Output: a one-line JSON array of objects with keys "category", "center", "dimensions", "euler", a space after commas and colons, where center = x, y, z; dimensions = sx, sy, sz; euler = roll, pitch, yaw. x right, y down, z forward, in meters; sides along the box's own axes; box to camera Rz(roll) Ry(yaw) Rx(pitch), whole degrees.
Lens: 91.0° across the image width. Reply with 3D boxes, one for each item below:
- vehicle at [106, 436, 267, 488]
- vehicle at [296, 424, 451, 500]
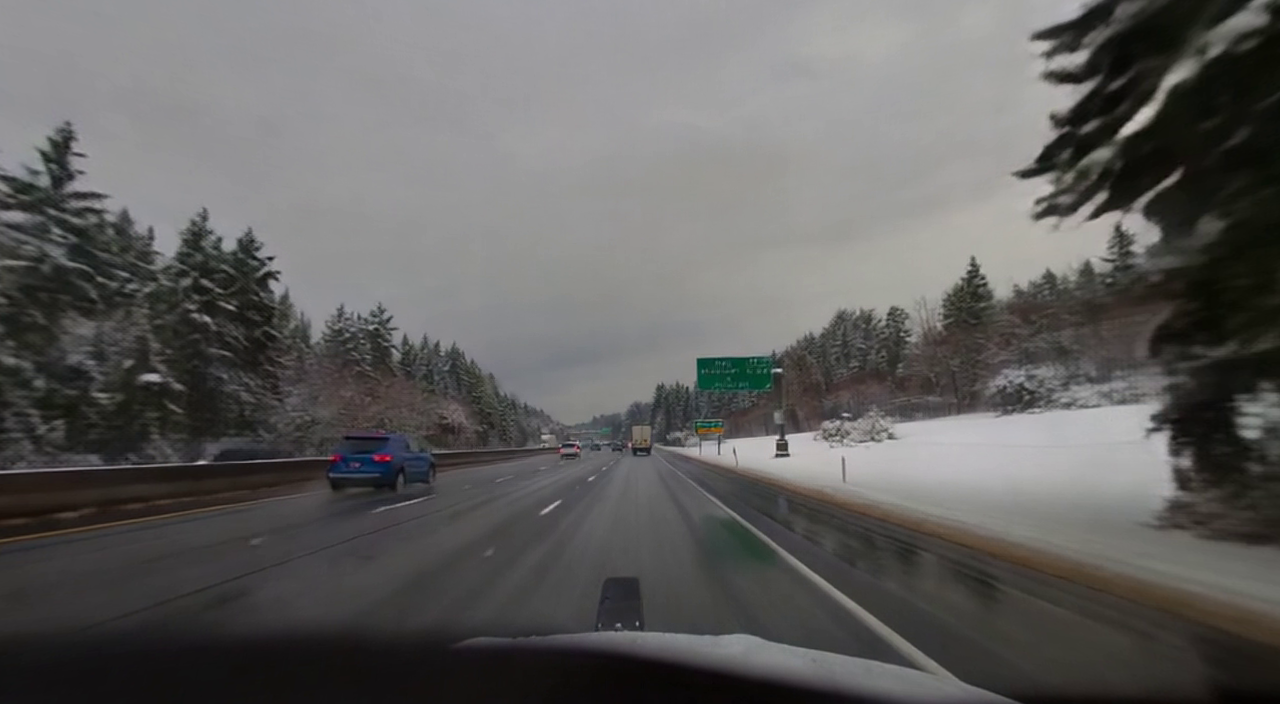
[{"category": "vehicle", "center": [-17.725, 4.311, 25.122], "dimensions": [2.195, 1.799, 5.589], "euler": [0, -9, 1]}, {"category": "vehicle", "center": [-7.170, 3.013, 17.652], "dimensions": [2.253, 1.815, 4.618], "euler": [0, -9, 1]}]
